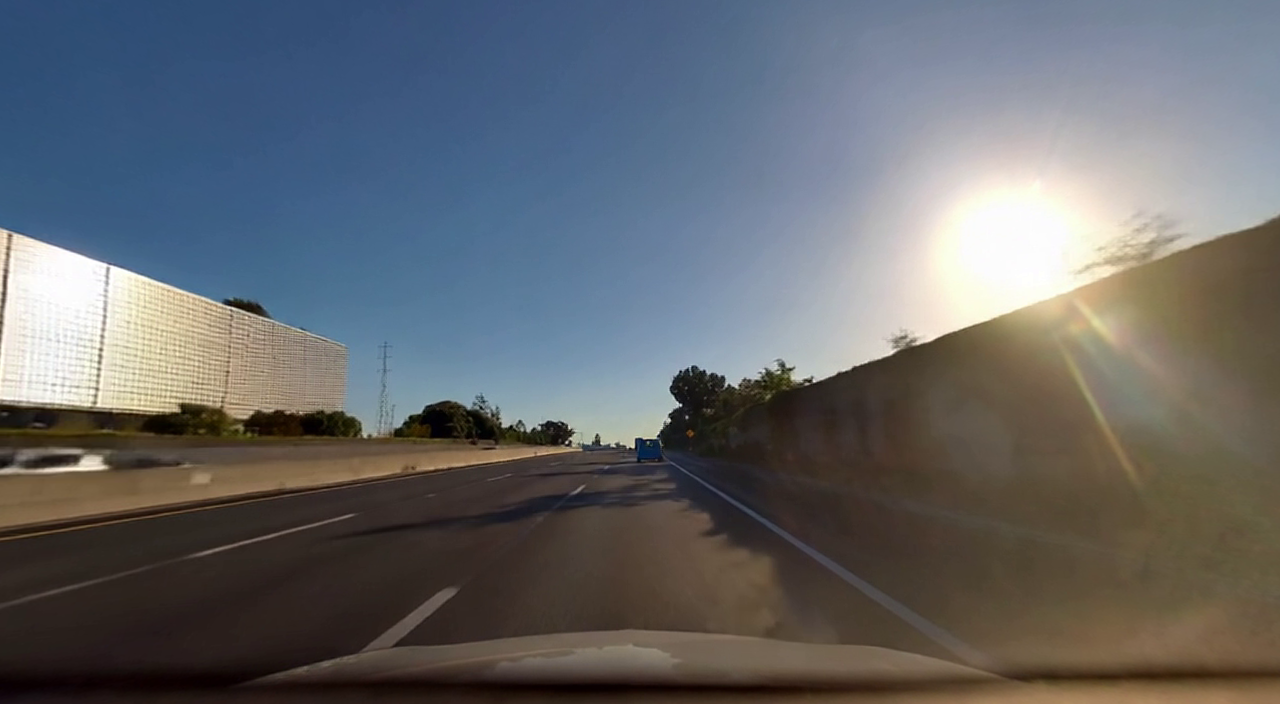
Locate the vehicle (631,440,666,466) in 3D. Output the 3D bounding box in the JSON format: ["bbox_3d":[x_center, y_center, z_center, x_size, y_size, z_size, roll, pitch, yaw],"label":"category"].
[{"bbox_3d":[0.485,6.017,37.566,1.997,1.484,3.409,0,-8,0],"label":"vehicle"}]
